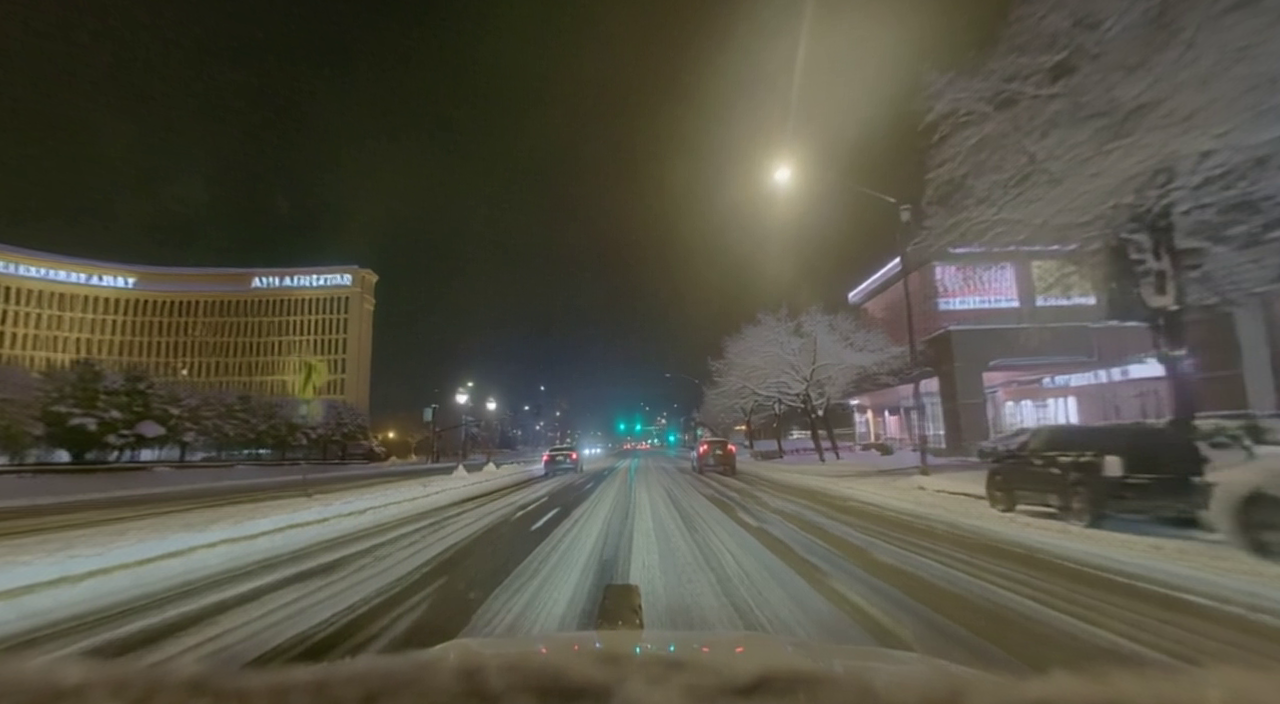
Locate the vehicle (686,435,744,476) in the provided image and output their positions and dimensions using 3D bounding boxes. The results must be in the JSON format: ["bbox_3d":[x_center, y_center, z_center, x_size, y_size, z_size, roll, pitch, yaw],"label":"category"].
[{"bbox_3d":[3.410,4.807,29.407,2.083,1.743,4.354,0,-8,-1],"label":"vehicle"}]

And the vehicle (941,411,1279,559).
[{"bbox_3d":[6.868,1.885,9.727,1.950,1.678,4.985,0,-8,0],"label":"vehicle"}]

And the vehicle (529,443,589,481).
[{"bbox_3d":[-3.360,4.655,26.870,2.005,1.477,4.169,0,-8,0],"label":"vehicle"}]
